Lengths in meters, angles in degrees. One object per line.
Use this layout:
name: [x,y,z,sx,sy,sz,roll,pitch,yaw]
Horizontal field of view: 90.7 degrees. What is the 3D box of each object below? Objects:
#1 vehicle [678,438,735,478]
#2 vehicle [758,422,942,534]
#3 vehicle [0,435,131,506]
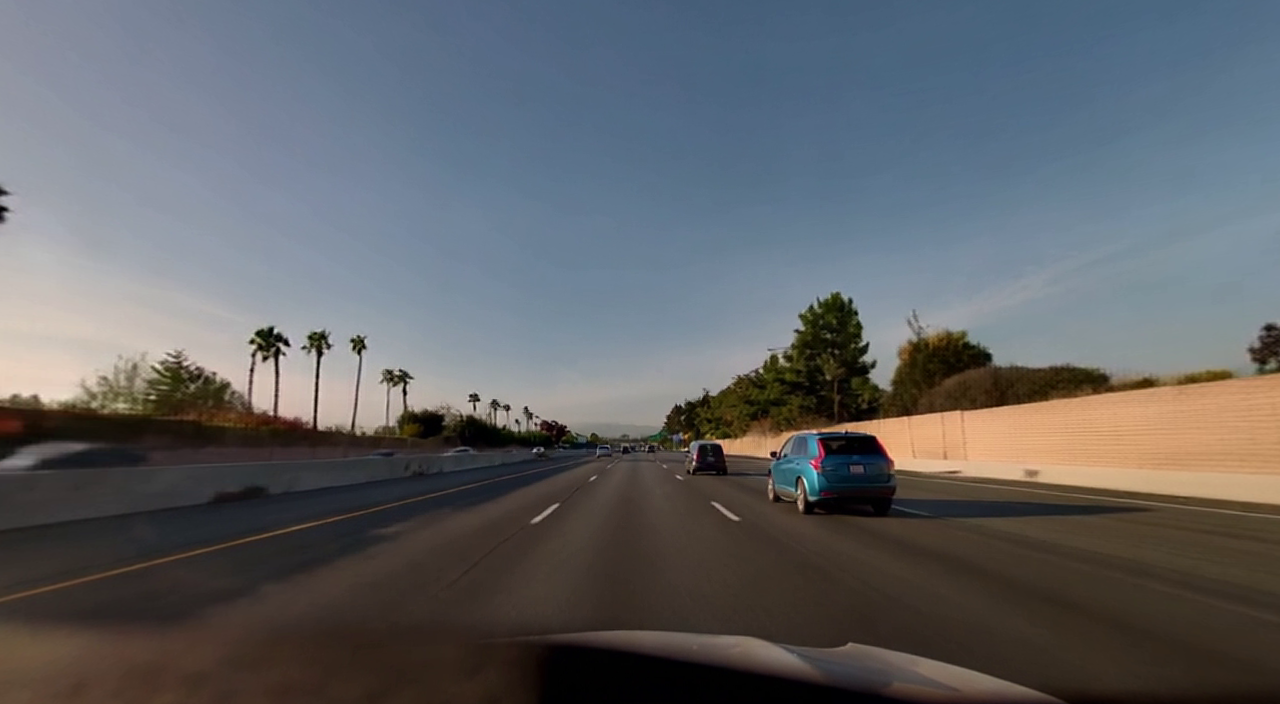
vehicle: [2.961,4.868,29.227,2.045,1.688,4.313,0,-8,-2]
vehicle: [3.616,2.242,11.828,1.910,1.696,4.187,0,-8,-1]
vehicle: [-15.828,2.896,15.696,2.018,1.635,5.236,0,-8,0]
